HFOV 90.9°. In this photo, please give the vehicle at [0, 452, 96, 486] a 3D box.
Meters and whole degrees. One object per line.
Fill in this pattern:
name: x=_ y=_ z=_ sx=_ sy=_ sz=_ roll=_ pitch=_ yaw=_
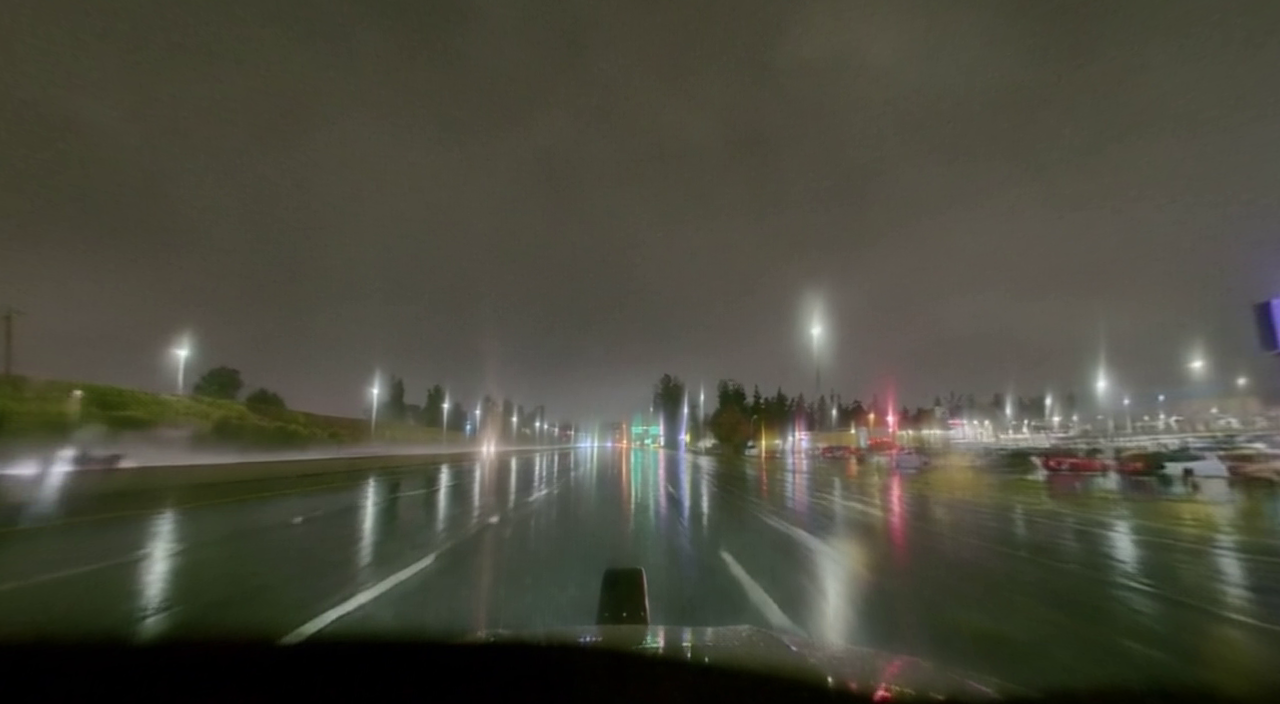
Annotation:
vehicle: x=-29.519 y=5.675 z=30.920 sx=1.932 sy=1.454 sz=4.229 roll=0 pitch=-8 yaw=-1
